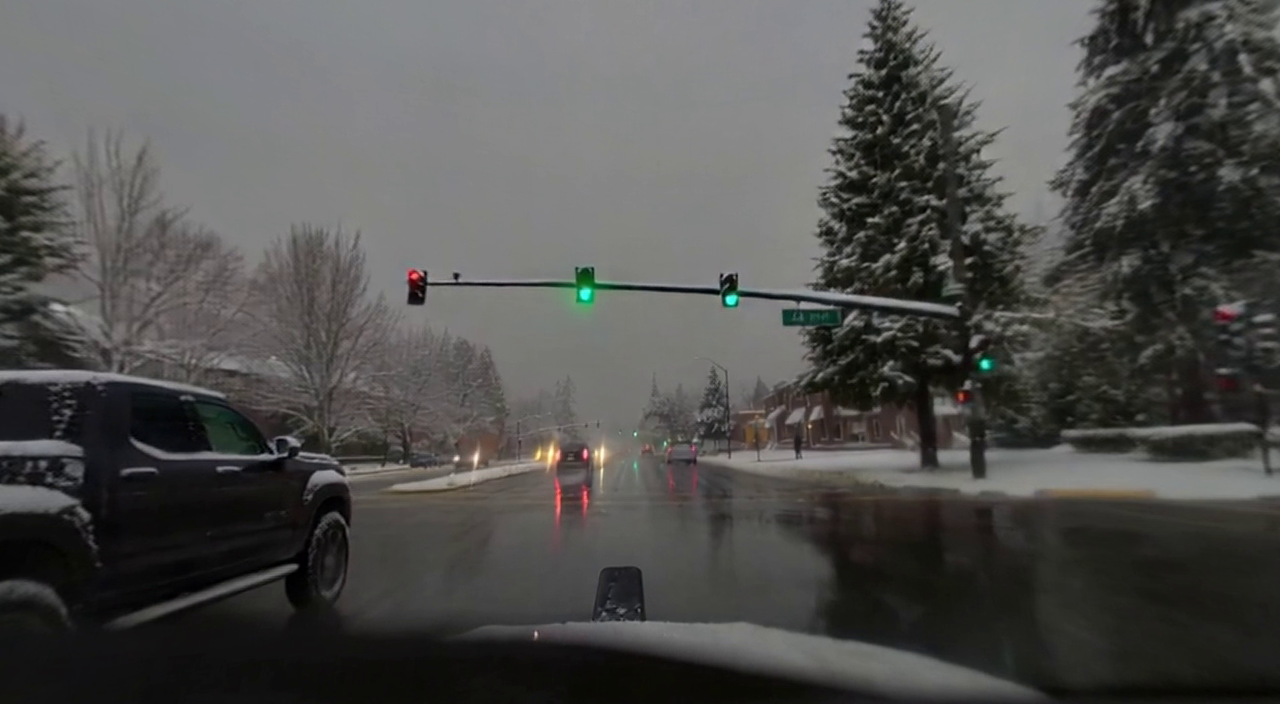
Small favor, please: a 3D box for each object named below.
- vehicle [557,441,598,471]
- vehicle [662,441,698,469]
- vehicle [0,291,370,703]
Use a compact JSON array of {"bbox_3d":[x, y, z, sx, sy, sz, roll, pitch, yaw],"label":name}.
[{"bbox_3d":[-3.782,6.398,39.006,2.083,1.685,4.069,0,-9,1],"label":"vehicle"},{"bbox_3d":[2.572,6.766,41.768,2.018,1.719,4.369,0,-9,-1],"label":"vehicle"},{"bbox_3d":[-3.778,0.878,3.492,2.225,1.984,5.168,0,-9,1],"label":"vehicle"}]
